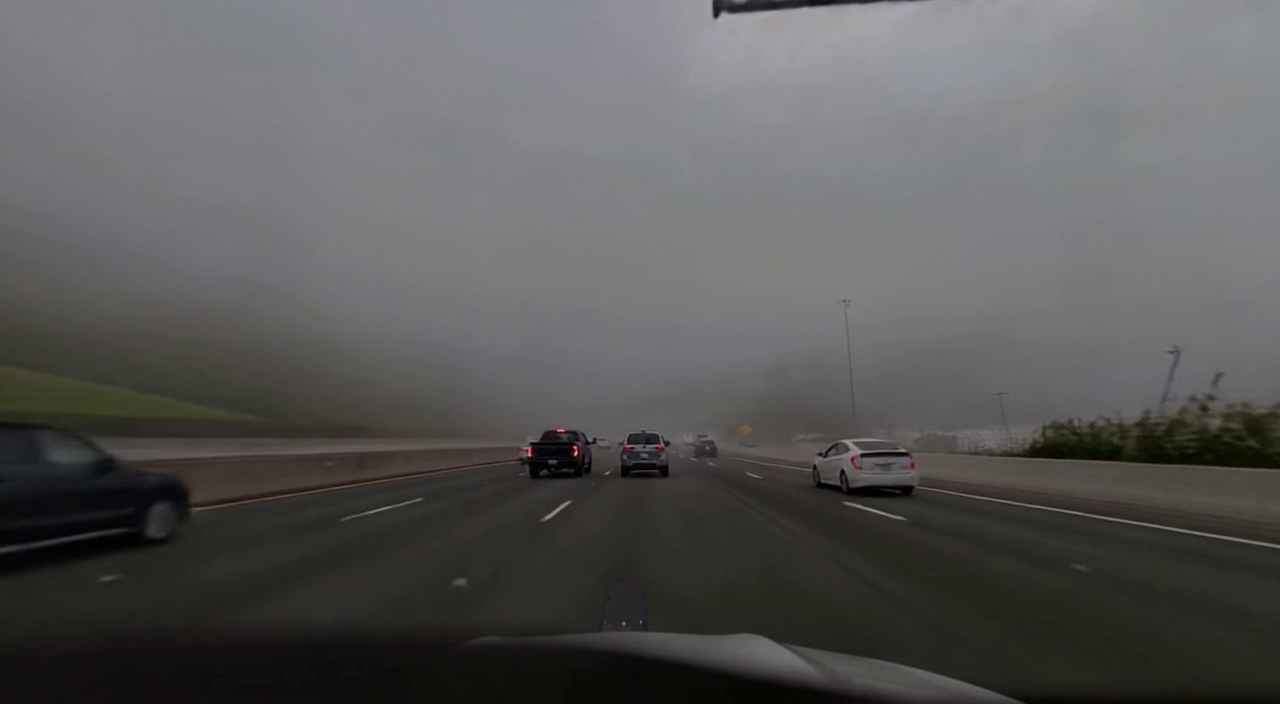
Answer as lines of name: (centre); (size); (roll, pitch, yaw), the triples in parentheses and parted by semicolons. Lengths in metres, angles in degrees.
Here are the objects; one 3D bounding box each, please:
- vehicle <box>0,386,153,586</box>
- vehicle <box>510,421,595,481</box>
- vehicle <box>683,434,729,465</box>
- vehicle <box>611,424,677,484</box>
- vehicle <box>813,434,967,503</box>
vehicle: (-6.893, 1.143, 5.171); (2.036, 1.813, 4.564); (-1, -8, 2)
vehicle: (-3.148, 3.762, 24.107); (2.316, 1.999, 5.765); (0, -8, 1)
vehicle: (3.884, 5.854, 37.970); (2.067, 1.775, 4.372); (0, -8, -3)
vehicle: (0.181, 3.445, 21.507); (2.052, 1.808, 3.898); (-1, -8, 2)
vehicle: (5.936, 2.805, 15.637); (1.998, 1.456, 4.338); (0, -8, 0)
